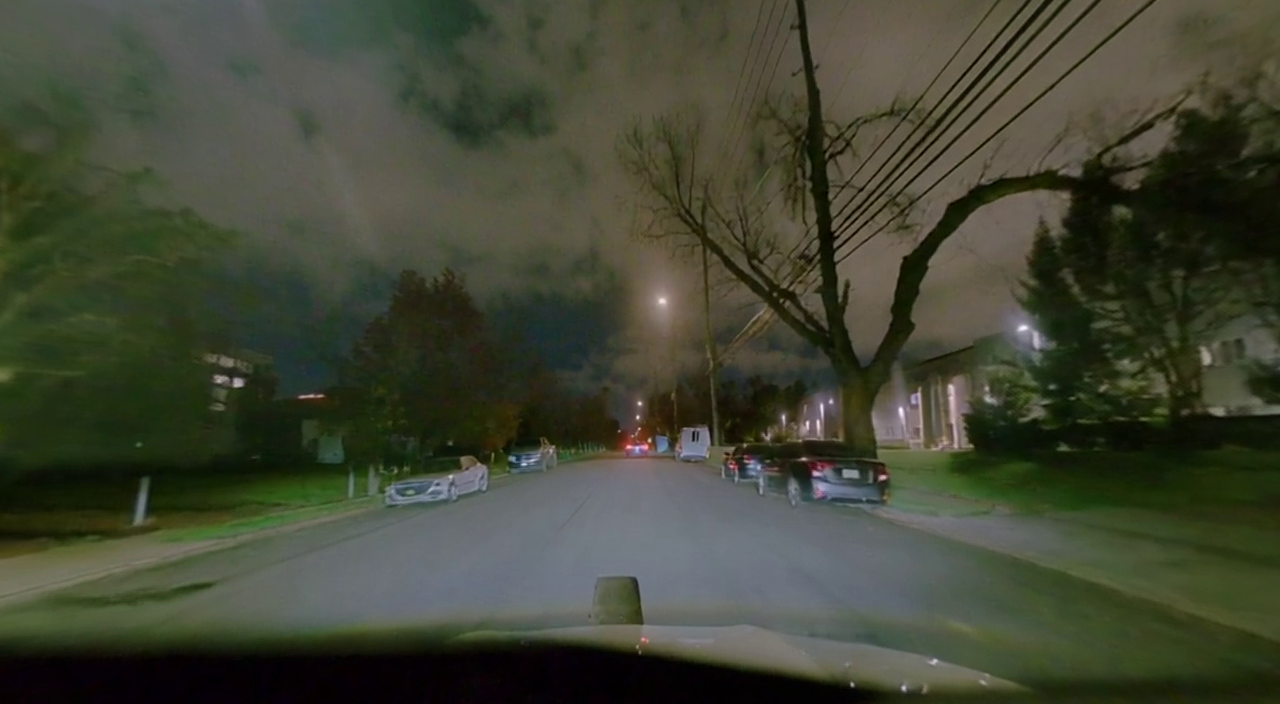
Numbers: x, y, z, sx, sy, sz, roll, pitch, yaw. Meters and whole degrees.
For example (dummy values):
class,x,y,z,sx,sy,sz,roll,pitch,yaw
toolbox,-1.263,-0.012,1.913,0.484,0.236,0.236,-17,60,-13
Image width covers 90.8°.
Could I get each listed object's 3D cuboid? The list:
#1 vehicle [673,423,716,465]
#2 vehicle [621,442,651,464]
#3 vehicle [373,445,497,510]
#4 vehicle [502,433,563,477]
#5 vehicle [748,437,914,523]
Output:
class,x,y,z,sx,sy,sz,roll,pitch,yaw
vehicle,3.816,6.627,45.530,2.384,2.791,5.899,0,-8,-2
vehicle,-0.297,7.324,46.048,2.062,1.509,4.305,0,-8,-1
vehicle,-6.120,3.756,19.693,2.094,1.433,5.740,-4,-7,-2
vehicle,-6.043,5.822,36.219,2.284,2.119,5.984,-3,-7,1
vehicle,3.985,2.757,14.290,2.144,1.572,5.026,0,-8,-1
